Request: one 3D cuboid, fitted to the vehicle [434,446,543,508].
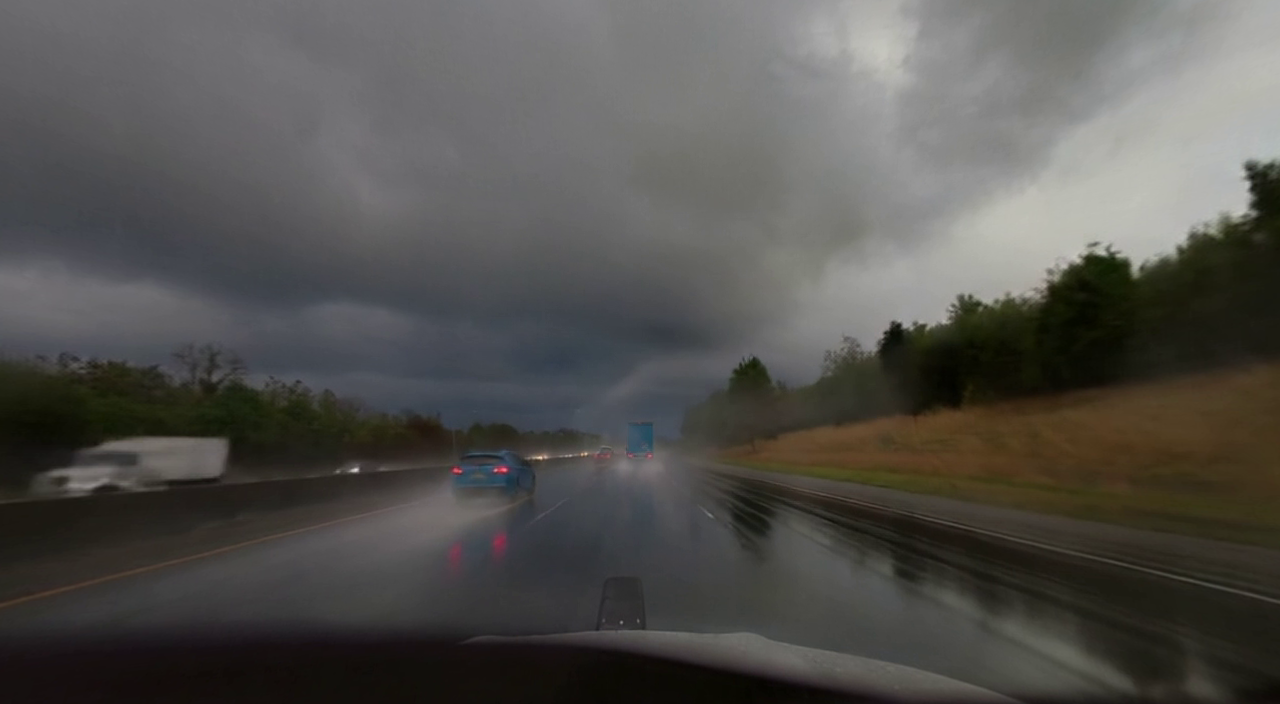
[{"bbox_3d":[-4.128,3.457,17.941,2.051,1.537,4.111,0,-9,1],"label":"vehicle"}]
